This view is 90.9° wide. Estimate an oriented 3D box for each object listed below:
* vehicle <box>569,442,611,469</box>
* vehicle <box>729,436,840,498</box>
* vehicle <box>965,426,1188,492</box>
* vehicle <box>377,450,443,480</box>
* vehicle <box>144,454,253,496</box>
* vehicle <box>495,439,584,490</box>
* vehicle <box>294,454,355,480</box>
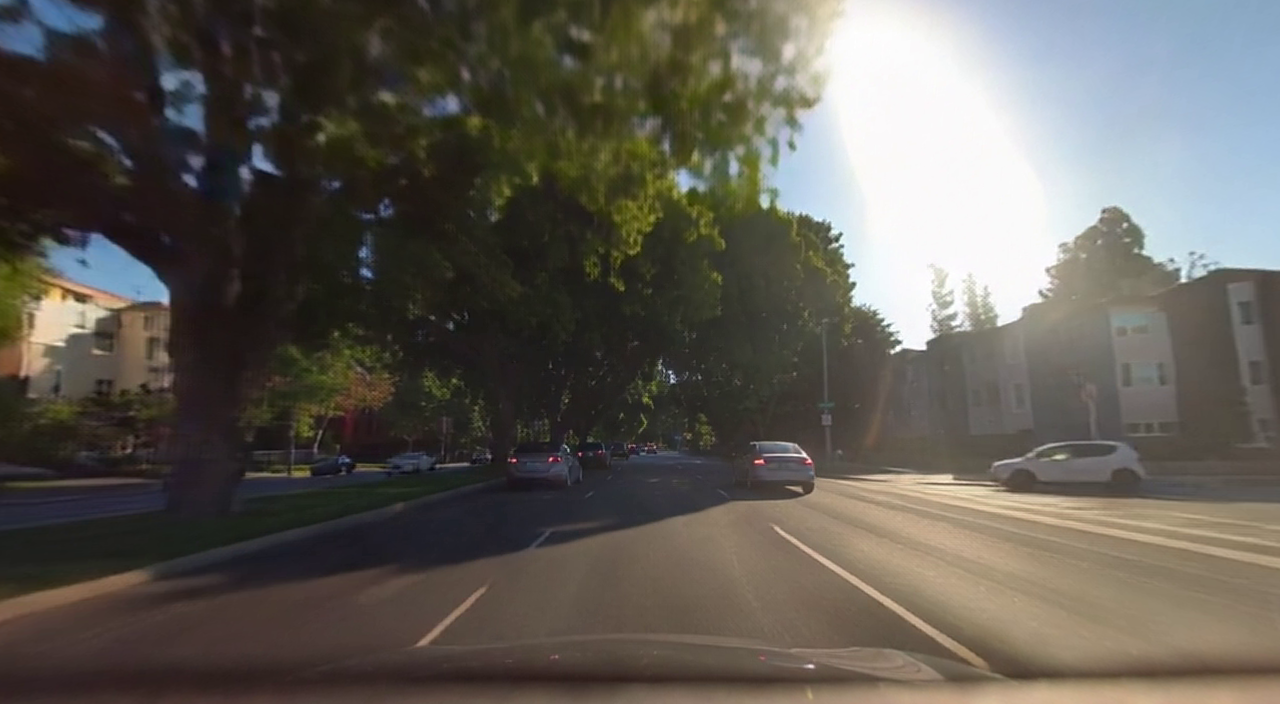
[{"bbox_3d":[-2.950,6.158,37.830,1.988,1.497,4.404,0,-8,2],"label":"vehicle"},{"bbox_3d":[3.813,3.117,17.539,2.010,1.486,4.498,0,-8,0],"label":"vehicle"},{"bbox_3d":[12.205,3.024,18.010,4.717,1.733,1.994,-2,-9,10],"label":"vehicle"},{"bbox_3d":[-12.470,6.123,34.465,1.871,1.478,4.489,0,-8,1],"label":"vehicle"},{"bbox_3d":[-22.313,6.180,32.152,2.073,1.878,4.912,0,-8,-1],"label":"vehicle"},{"bbox_3d":[-3.125,3.604,20.565,2.053,1.480,4.381,0,-8,2],"label":"vehicle"},{"bbox_3d":[-22.257,8.102,44.630,1.960,1.698,4.446,0,-8,1],"label":"vehicle"}]
